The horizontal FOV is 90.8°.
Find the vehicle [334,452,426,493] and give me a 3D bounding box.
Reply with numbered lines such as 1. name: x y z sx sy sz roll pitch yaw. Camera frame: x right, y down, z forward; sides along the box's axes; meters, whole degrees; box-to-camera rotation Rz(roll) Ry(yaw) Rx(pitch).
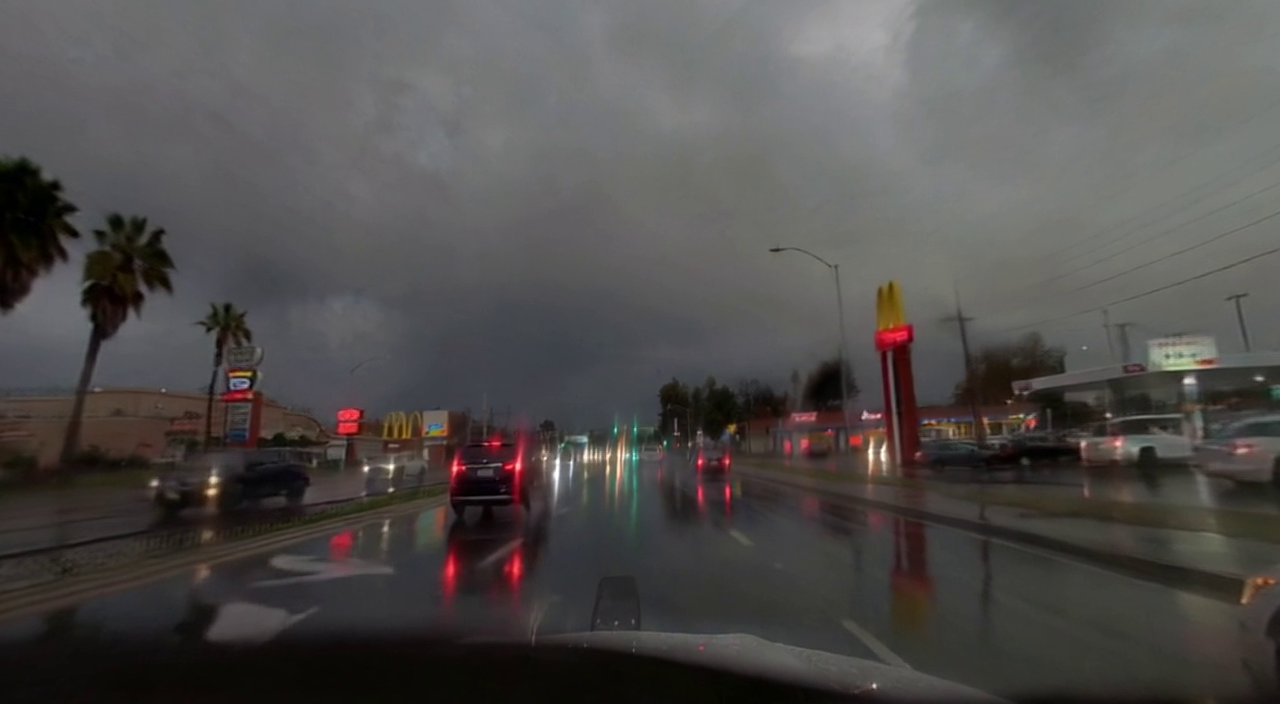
1. vehicle: -11.371 5.291 28.042 1.940 1.550 4.525 0 -8 3

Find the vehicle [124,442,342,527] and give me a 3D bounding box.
1. vehicle: -10.232 3.327 16.536 2.169 1.853 4.853 -1 -9 5

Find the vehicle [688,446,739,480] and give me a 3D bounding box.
1. vehicle: 3.372 5.198 29.807 1.889 1.448 4.262 0 -9 0

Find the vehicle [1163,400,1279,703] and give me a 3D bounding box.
1. vehicle: 3.479 0.681 0.830 1.987 1.474 4.198 0 -9 1

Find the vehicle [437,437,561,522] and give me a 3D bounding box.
1. vehicle: -2.857 2.669 13.769 2.021 1.550 4.090 0 -9 -4
